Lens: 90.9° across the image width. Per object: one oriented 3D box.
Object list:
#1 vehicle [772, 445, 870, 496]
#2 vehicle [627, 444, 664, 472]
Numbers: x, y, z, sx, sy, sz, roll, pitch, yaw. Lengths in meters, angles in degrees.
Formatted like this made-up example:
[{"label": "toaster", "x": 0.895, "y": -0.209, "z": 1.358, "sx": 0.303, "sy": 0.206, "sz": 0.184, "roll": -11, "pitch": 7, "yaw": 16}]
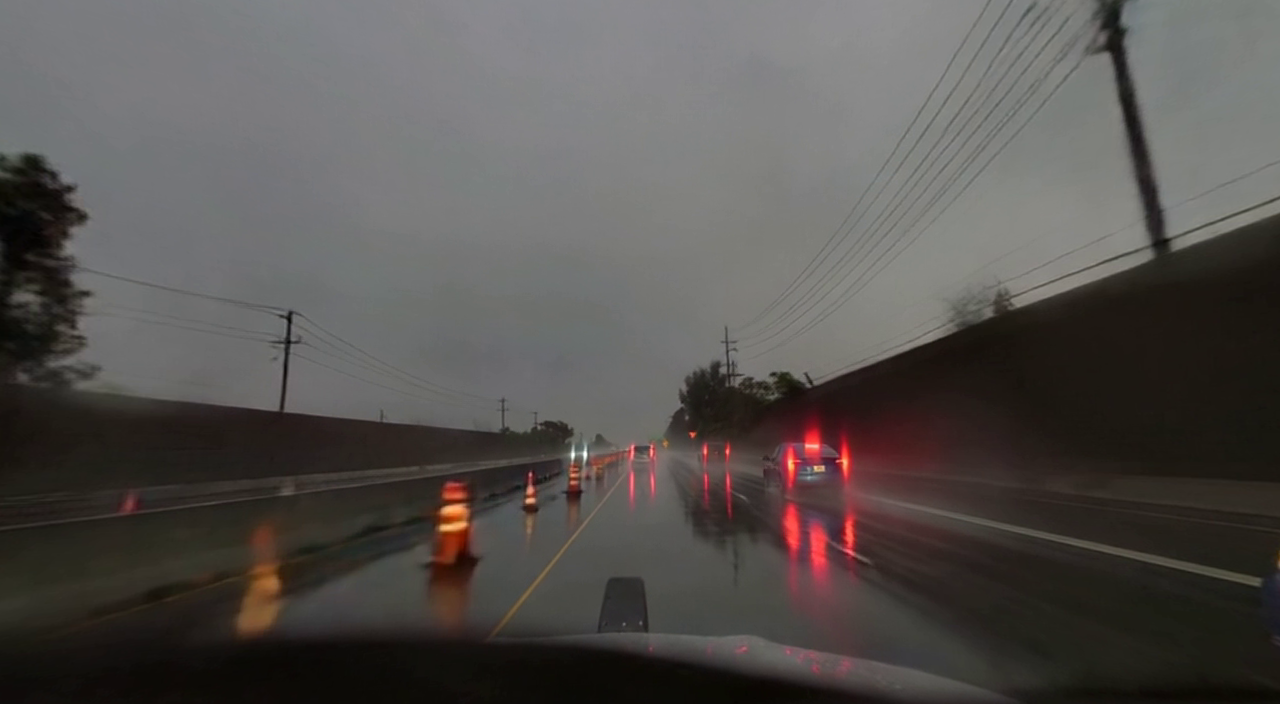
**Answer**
[{"label": "vehicle", "x": 5.501, "y": 3.632, "z": 19.769, "sx": 1.881, "sy": 1.409, "sz": 4.016, "roll": 0, "pitch": -8, "yaw": 0}, {"label": "vehicle", "x": 0.353, "y": 6.381, "z": 38.184, "sx": 2.096, "sy": 1.583, "sz": 4.150, "roll": 0, "pitch": -8, "yaw": 1}]
